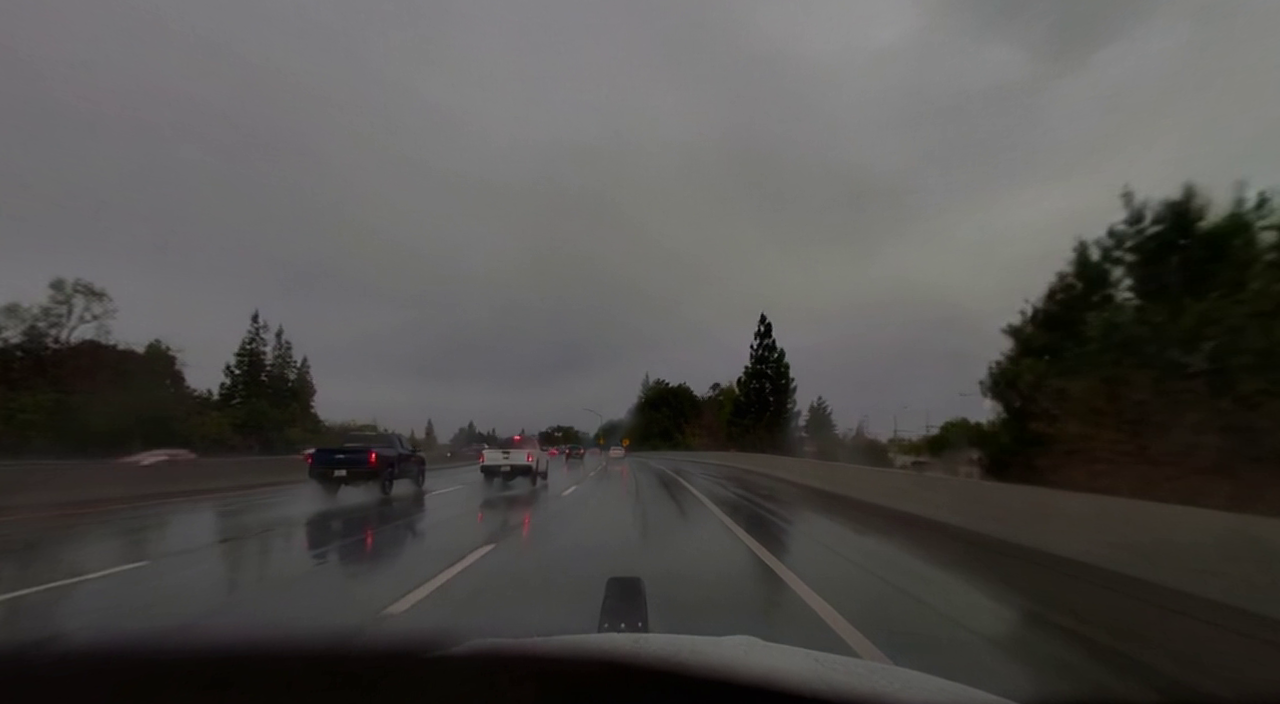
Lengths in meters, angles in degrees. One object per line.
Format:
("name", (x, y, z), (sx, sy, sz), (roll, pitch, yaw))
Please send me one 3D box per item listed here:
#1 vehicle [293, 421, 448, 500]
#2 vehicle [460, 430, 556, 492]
("vehicle", (-7.533, 3.093, 18.305), (2.160, 1.949, 5.293), (0, -8, 0))
("vehicle", (-4.181, 3.534, 20.818), (2.142, 1.789, 5.009), (0, -8, -1))
